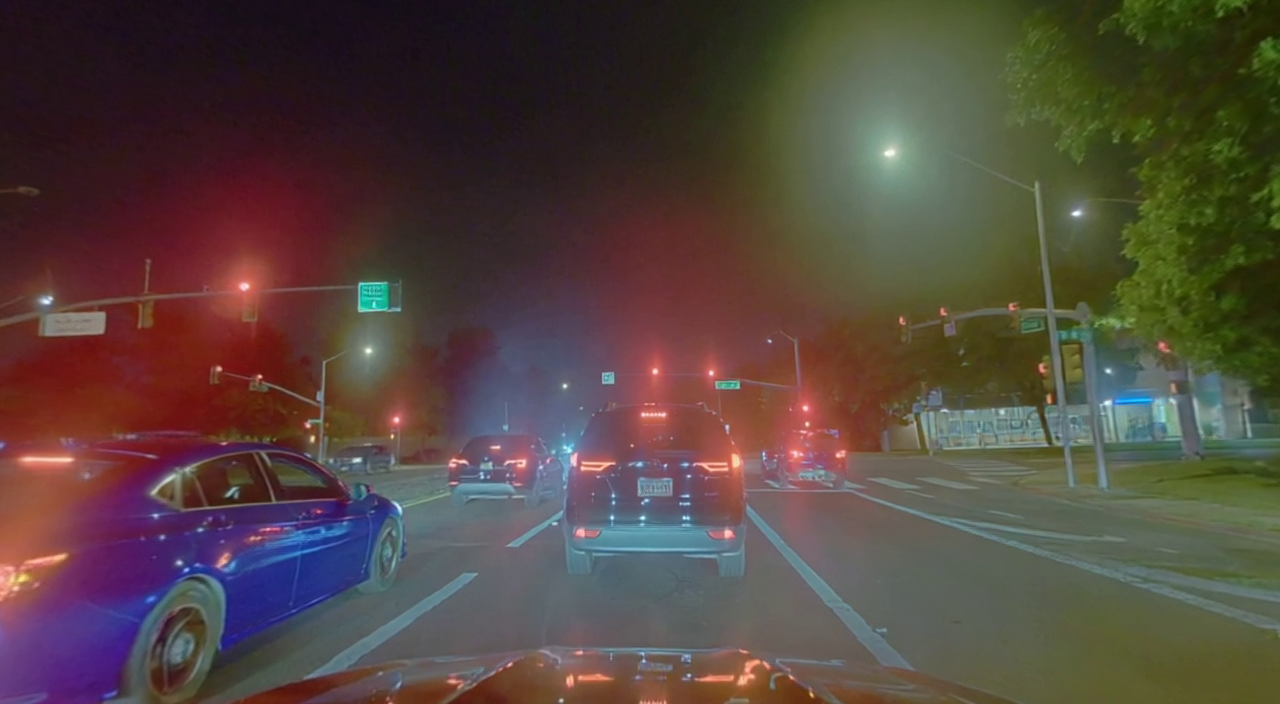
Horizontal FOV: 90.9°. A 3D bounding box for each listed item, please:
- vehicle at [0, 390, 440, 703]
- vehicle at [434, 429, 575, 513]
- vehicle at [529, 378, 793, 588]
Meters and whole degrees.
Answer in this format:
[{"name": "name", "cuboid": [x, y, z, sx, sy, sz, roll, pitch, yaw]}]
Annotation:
[{"name": "vehicle", "cuboid": [-3.232, 1.211, 4.482, 1.958, 1.494, 4.624, 0, -8, 2]}, {"name": "vehicle", "cuboid": [-2.675, 2.447, 13.461, 1.851, 1.502, 4.042, 0, -8, 4]}, {"name": "vehicle", "cuboid": [0.213, 1.458, 7.769, 2.300, 1.832, 4.331, 0, -8, 1]}]
